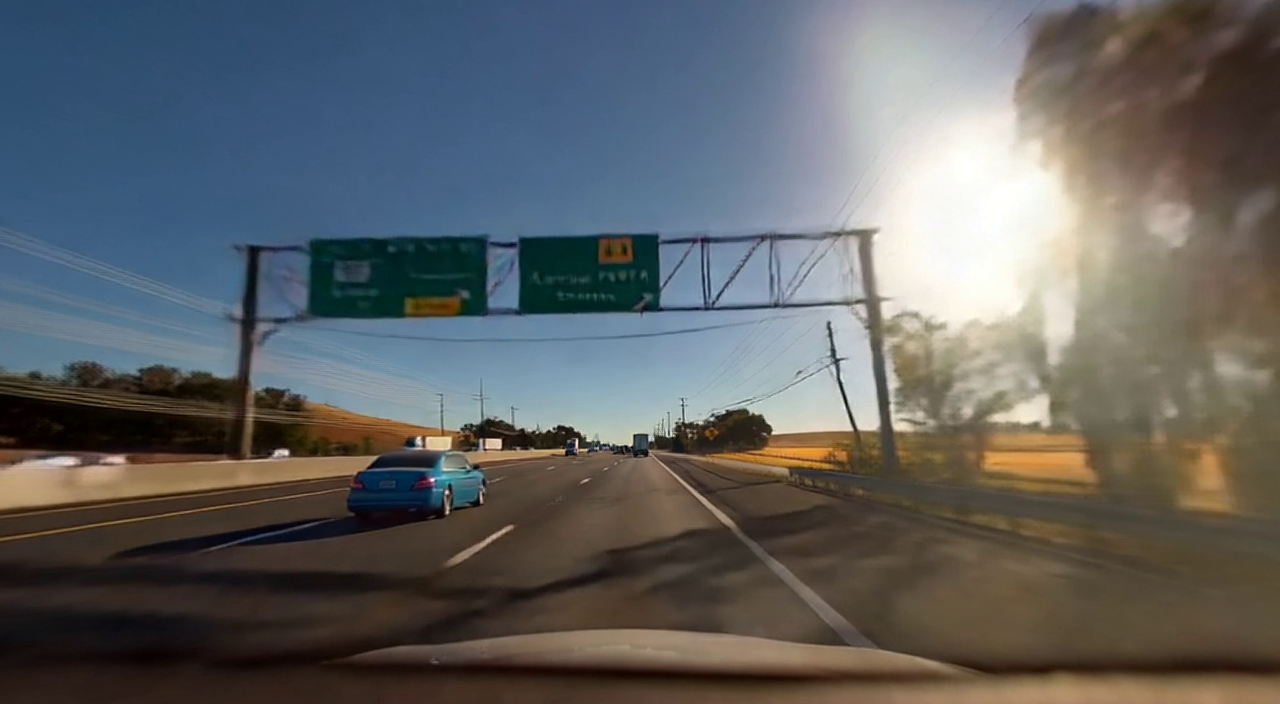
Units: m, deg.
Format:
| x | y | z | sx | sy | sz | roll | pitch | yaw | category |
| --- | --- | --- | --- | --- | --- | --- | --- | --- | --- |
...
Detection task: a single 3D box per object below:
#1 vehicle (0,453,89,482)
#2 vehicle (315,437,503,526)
| x | y | z | sx | sy | sz | roll | pitch | yaw | category |
| --- | --- | --- | --- | --- | --- | --- | --- | --- | --- |
| -36.190 | 6.886 | 37.786 | 1.822 | 1.519 | 4.725 | 0 | -9 | 1 | vehicle |
| -4.419 | 2.543 | 12.984 | 2.104 | 1.501 | 4.459 | 0 | -9 | 1 | vehicle |
